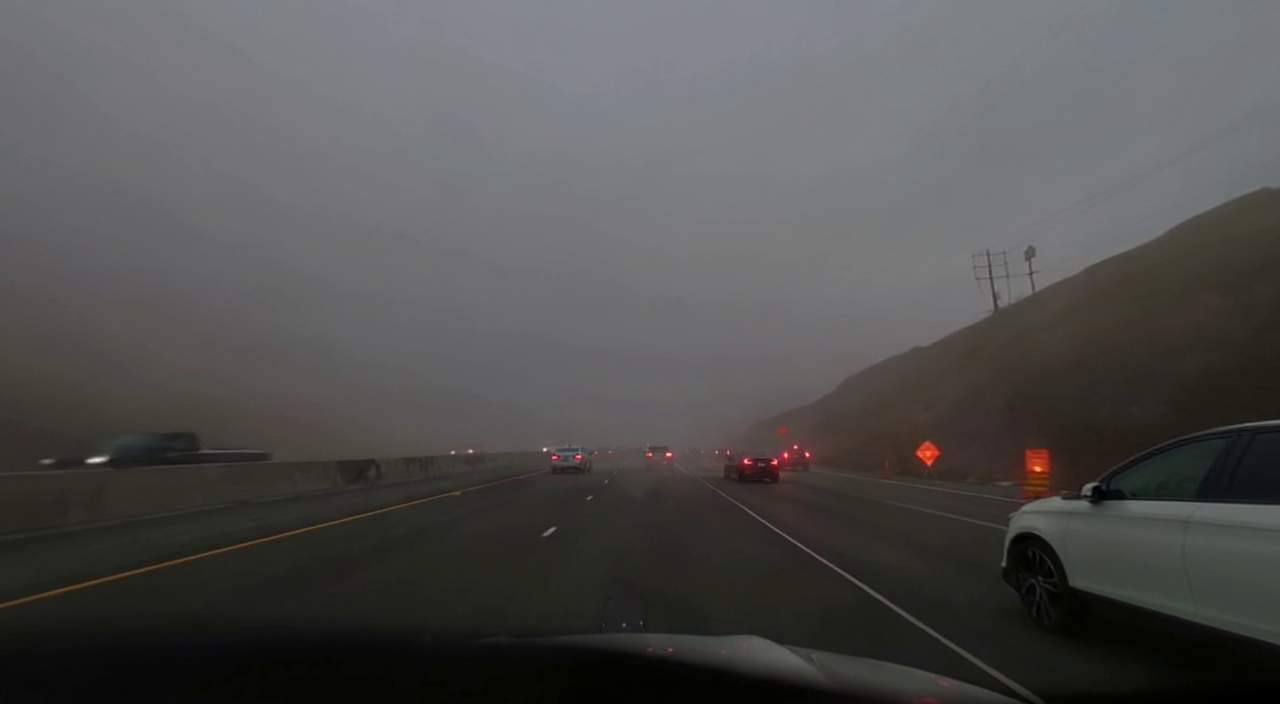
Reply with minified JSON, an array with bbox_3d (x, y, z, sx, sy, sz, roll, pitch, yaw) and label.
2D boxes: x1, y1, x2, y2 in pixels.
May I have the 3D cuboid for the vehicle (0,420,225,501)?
[{"bbox_3d":[-14.089,2.814,16.731,2.147,1.742,5.739,-1,-8,2],"label":"vehicle"}]

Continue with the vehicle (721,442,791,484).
[{"bbox_3d":[4.406,4.262,24.560,1.867,1.465,4.093,0,-8,-1],"label":"vehicle"}]

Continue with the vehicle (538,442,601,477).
[{"bbox_3d":[-3.068,4.834,28.506,2.232,1.438,4.163,-1,-8,2],"label":"vehicle"}]

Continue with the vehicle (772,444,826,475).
[{"bbox_3d":[8.387,5.675,33.637,1.843,1.505,4.007,0,-8,0],"label":"vehicle"}]

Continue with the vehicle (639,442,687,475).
[{"bbox_3d":[1.045,5.167,30.764,2.138,1.473,4.392,0,-8,0],"label":"vehicle"}]

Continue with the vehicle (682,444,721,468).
[{"bbox_3d":[4.075,6.928,42.237,2.177,1.453,4.205,0,-8,0],"label":"vehicle"}]

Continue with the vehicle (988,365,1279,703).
[{"bbox_3d":[3.906,0.900,2.866,2.018,1.670,4.658,0,-8,1],"label":"vehicle"}]
